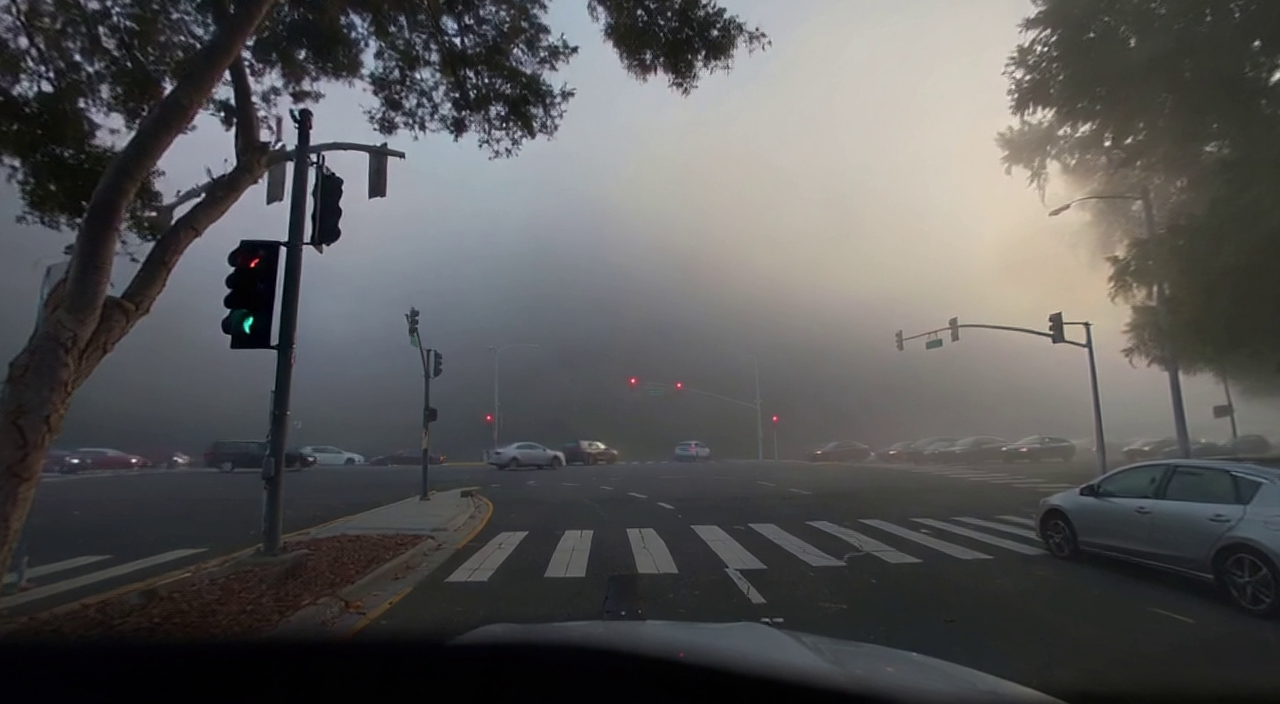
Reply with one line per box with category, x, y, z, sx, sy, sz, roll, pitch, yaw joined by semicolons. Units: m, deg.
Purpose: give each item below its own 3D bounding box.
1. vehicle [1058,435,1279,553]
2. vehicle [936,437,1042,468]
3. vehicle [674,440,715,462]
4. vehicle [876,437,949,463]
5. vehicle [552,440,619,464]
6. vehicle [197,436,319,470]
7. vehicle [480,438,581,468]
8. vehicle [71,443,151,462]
vehicle;9.265;2.167;10.089;1.993;1.505;4.721;3;-9;0
vehicle;17.687;5.064;32.094;4.516;1.468;1.962;-5;-10;31
vehicle;4.136;7.468;47.582;1.896;1.544;4.331;-3;-9;22
vehicle;16.995;6.084;39.316;4.481;1.561;2.001;6;-10;-33
vehicle;-3.605;6.754;42.861;1.922;1.485;4.912;-5;-10;32
vehicle;-17.577;4.692;29.358;4.580;1.472;1.891;4;-9;-25
vehicle;-5.686;5.286;33.225;4.849;1.476;1.935;7;-11;-38
vehicle;-40.606;7.727;48.543;4.345;1.426;1.722;2;-9;-8
